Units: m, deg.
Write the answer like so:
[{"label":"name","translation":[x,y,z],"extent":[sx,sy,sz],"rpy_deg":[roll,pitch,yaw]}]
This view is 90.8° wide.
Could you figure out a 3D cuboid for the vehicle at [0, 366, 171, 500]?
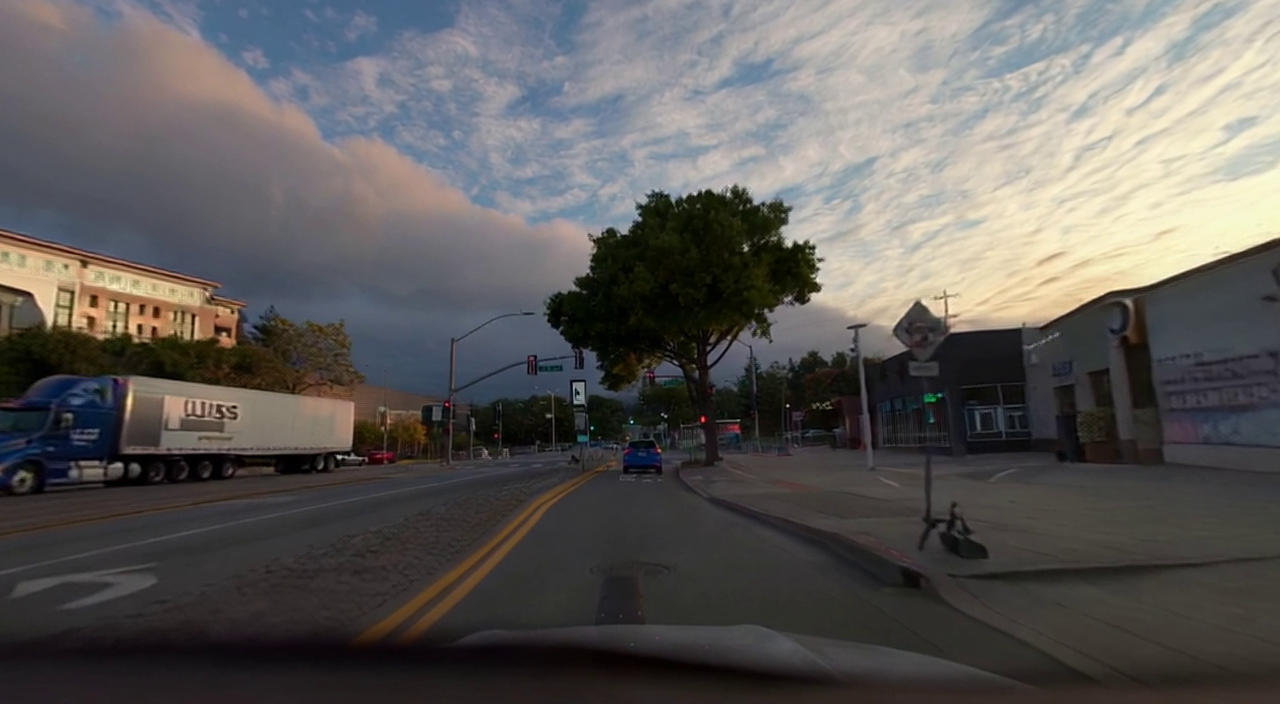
[{"label":"vehicle","translation":[-19.980,2.719,20.961],"extent":[3.045,3.961,6.104],"rpy_deg":[-3,-9,18]}]

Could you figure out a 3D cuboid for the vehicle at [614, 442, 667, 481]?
[{"label":"vehicle","translation":[0.090,4.432,25.851],"extent":[2.006,1.470,3.799],"rpy_deg":[0,-8,2]}]

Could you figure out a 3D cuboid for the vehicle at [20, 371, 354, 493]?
[{"label":"vehicle","translation":[-17.866,3.506,26.879],"extent":[2.792,4.025,11.784],"rpy_deg":[-3,-9,20]}]
